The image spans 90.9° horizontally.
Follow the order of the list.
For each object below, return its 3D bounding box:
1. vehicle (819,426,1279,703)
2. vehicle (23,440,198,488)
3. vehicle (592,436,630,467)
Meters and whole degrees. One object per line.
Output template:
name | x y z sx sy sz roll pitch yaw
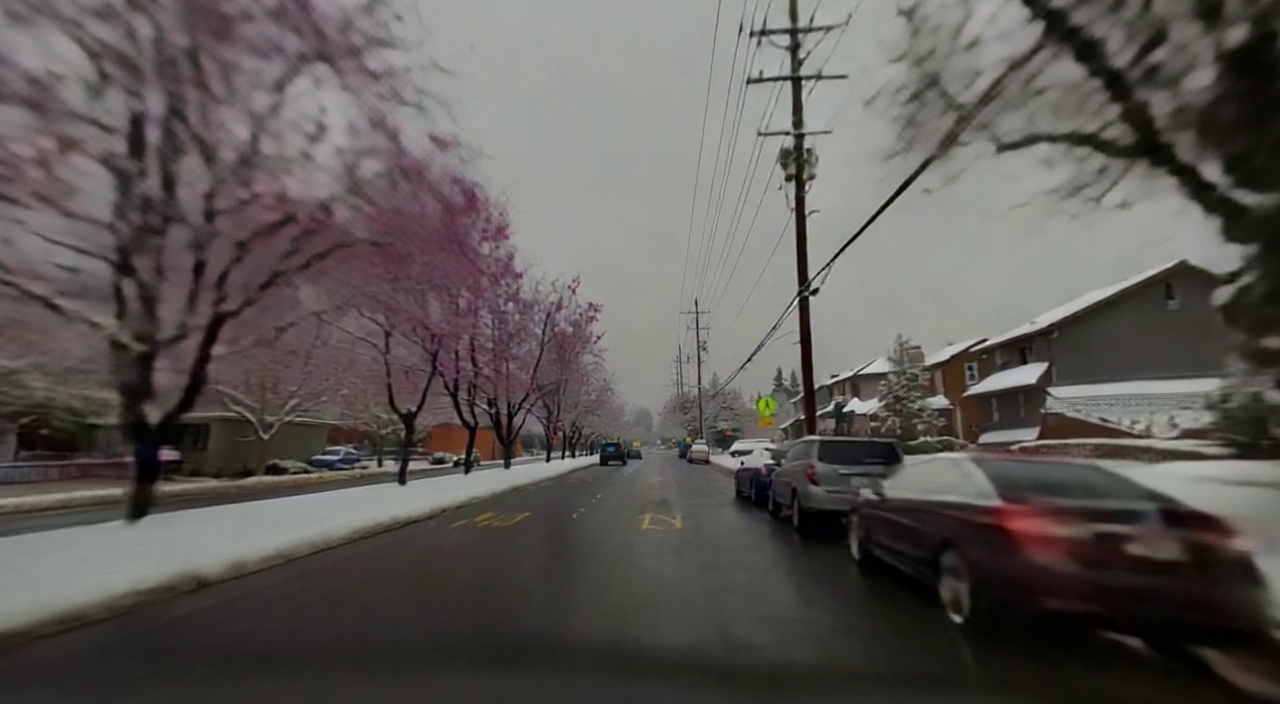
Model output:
vehicle | 3.273 1.485 5.702 1.851 1.486 4.879 -2 -8 0
vehicle | -22.610 4.784 27.244 5.252 1.925 2.061 3 -9 -20
vehicle | -1.891 6.732 42.758 2.202 1.961 4.980 0 -9 1
